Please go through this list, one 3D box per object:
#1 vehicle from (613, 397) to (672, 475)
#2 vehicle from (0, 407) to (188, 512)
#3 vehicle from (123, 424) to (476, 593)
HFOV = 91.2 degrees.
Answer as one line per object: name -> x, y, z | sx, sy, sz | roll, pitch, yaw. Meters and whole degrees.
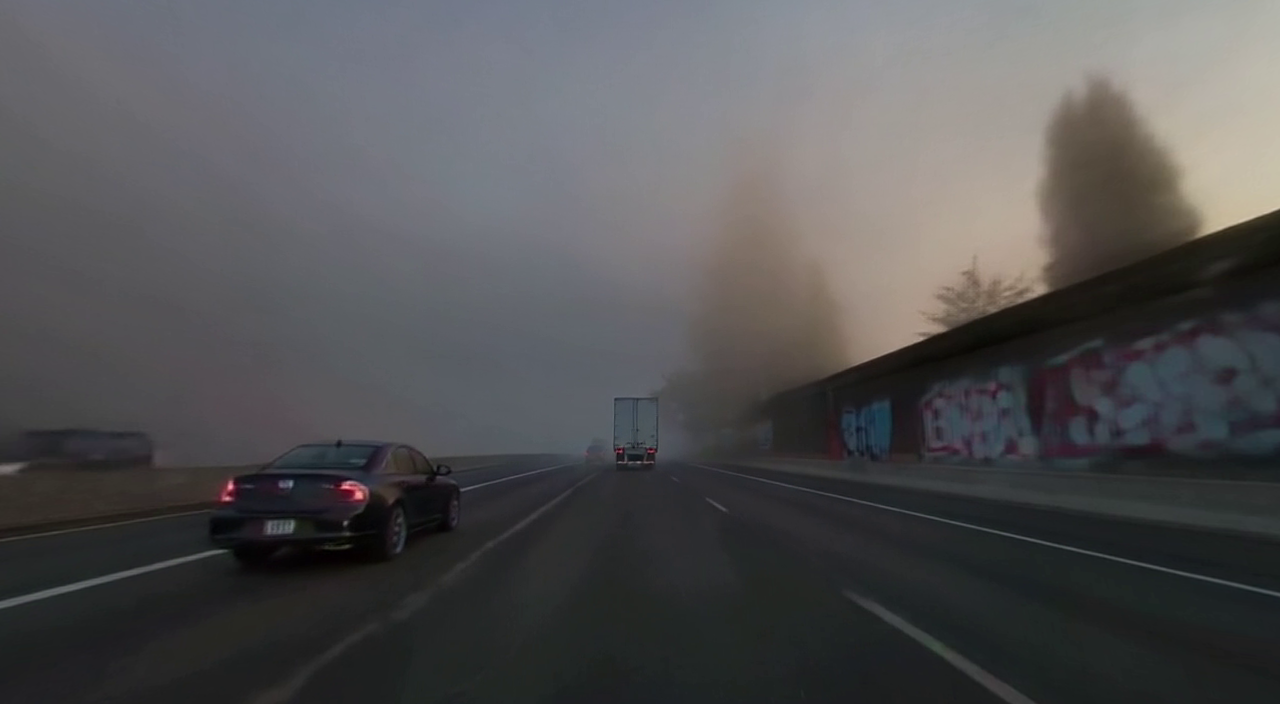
vehicle -> -0.051, 5.167, 37.782 | 3.042, 4.023, 10.832 | 0, -9, -2
vehicle -> -15.682, 2.861, 16.900 | 2.268, 2.338, 6.379 | 0, -9, -1
vehicle -> -3.698, 1.770, 7.901 | 2.158, 1.538, 4.047 | 0, -9, 0
